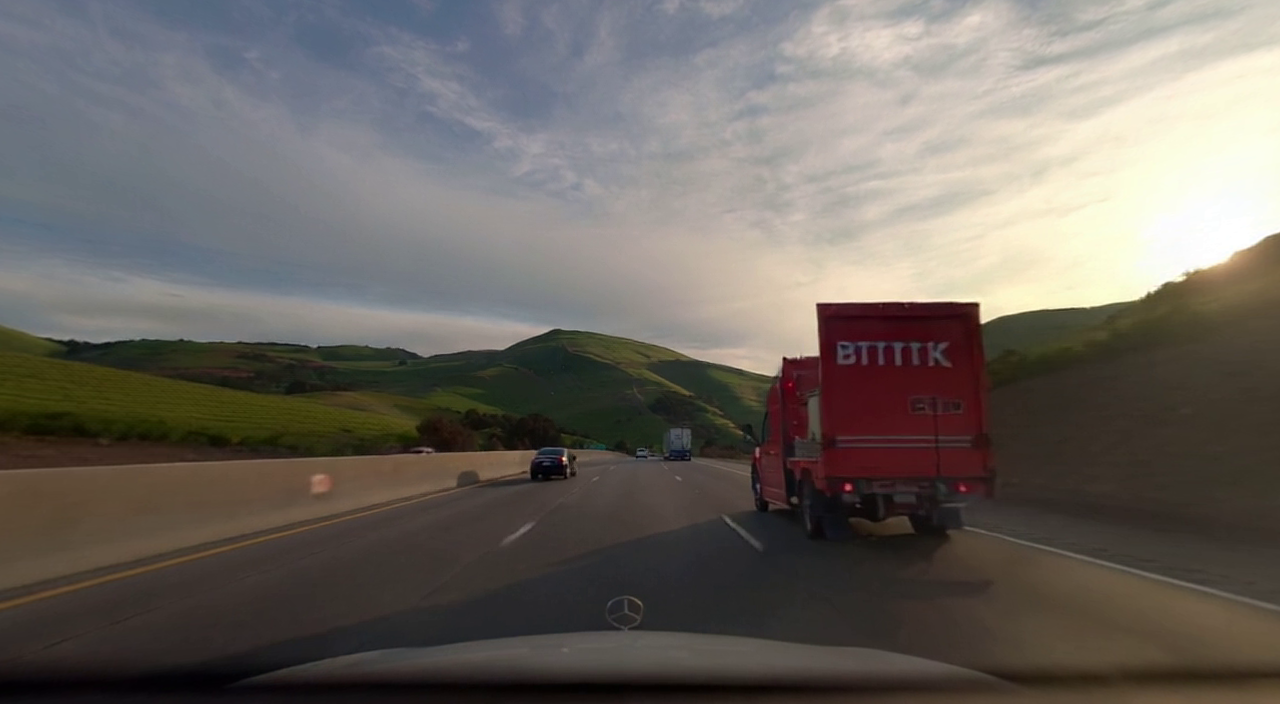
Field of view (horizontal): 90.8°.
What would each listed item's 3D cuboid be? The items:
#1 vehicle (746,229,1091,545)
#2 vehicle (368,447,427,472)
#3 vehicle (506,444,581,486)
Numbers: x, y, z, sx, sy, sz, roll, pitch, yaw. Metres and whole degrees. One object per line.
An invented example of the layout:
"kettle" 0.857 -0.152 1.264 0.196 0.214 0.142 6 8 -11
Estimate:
"vehicle" 3.978 0.855 11.134 2.999 4.023 6.337 0 -9 -1
"vehicle" -15.395 6.838 40.299 1.971 1.497 4.426 0 -9 0
"vehicle" -3.663 4.428 25.047 2.060 1.475 5.314 0 -9 1
